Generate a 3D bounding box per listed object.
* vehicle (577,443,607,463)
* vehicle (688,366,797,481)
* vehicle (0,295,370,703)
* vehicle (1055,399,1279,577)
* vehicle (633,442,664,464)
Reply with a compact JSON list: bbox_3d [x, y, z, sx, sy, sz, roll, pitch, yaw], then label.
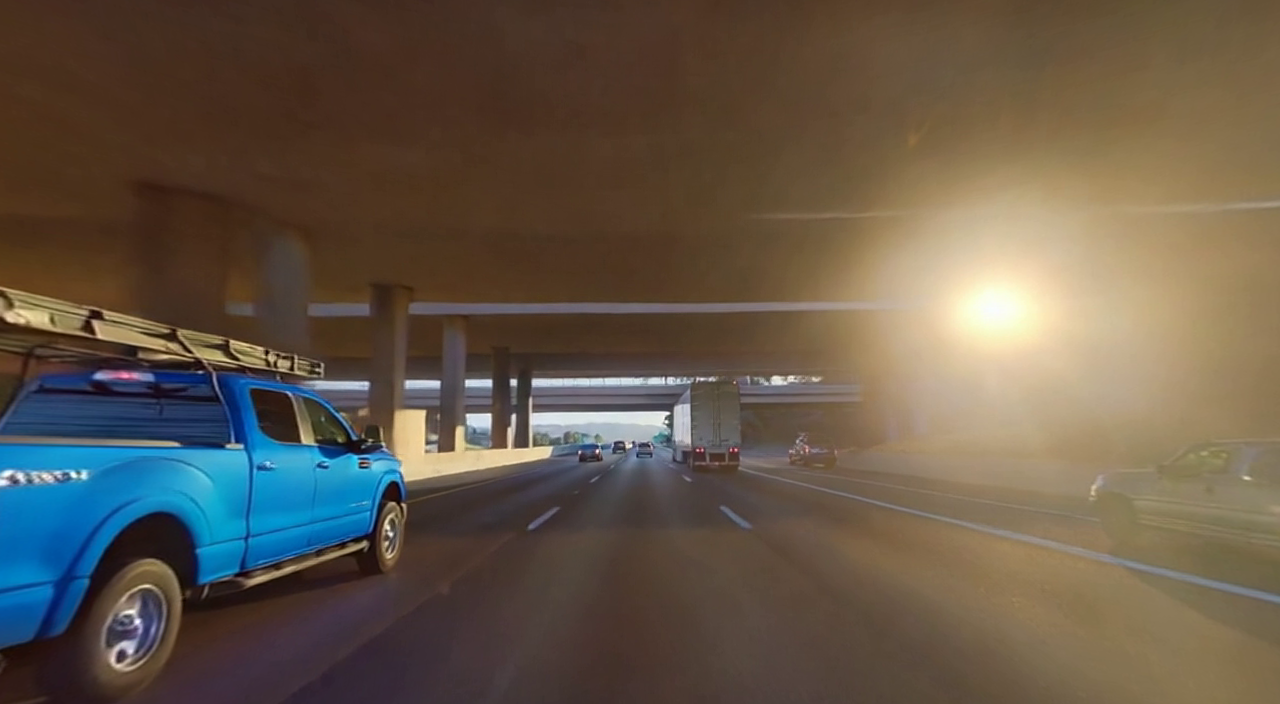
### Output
[{"bbox_3d":[-3.660,7.801,48.878,2.077,1.446,4.106,0,-9,0],"label":"vehicle"},{"bbox_3d":[4.095,3.461,28.701,2.885,4.036,12.891,0,-8,1],"label":"vehicle"},{"bbox_3d":[-4.361,0.888,3.819,2.599,2.054,6.288,0,-9,1],"label":"vehicle"},{"bbox_3d":[7.174,1.440,6.965,1.999,1.700,4.640,0,-8,0],"label":"vehicle"},{"bbox_3d":[0.616,7.241,45.358,2.092,1.446,4.092,0,-8,0],"label":"vehicle"}]
